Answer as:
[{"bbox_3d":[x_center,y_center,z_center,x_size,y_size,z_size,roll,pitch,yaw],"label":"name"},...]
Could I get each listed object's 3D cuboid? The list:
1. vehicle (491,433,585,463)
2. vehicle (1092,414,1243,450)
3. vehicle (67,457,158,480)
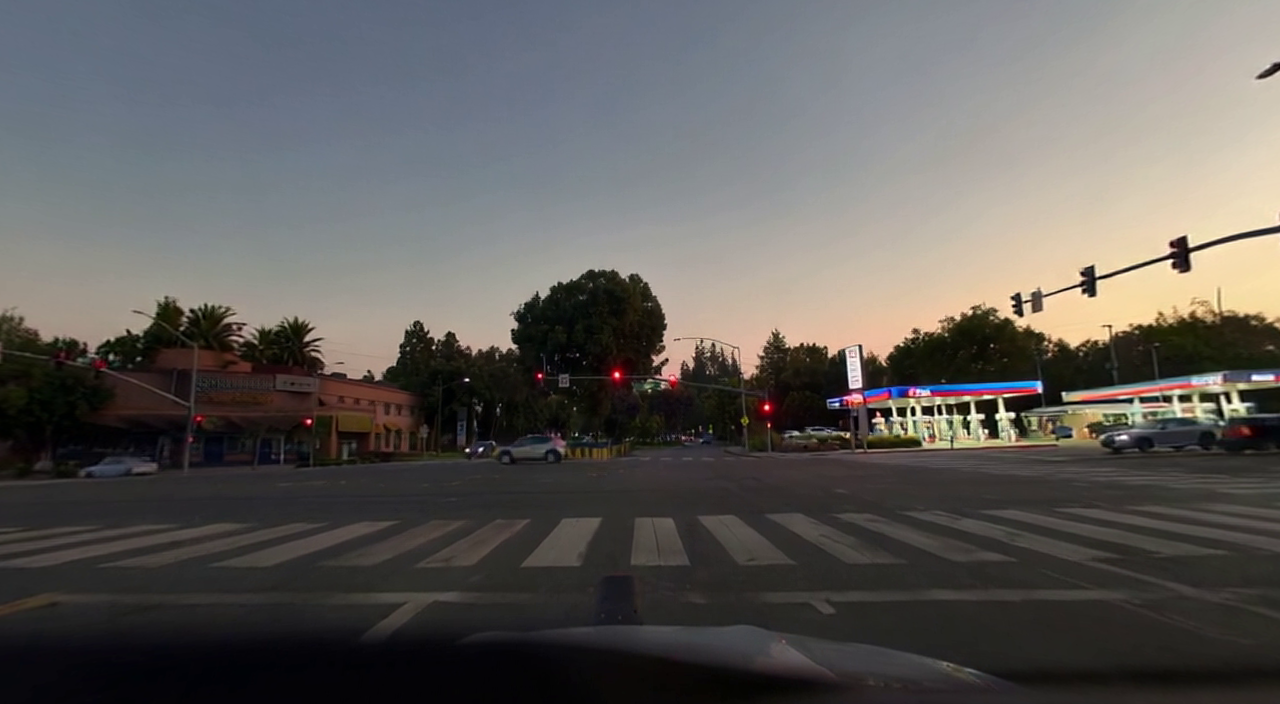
[{"bbox_3d":[-6.739,6.398,41.858,5.789,1.893,2.169,-1,-8,4],"label":"vehicle"},{"bbox_3d":[22.776,3.507,27.310,4.696,1.483,1.898,-1,-8,3],"label":"vehicle"},{"bbox_3d":[-36.240,7.990,43.287,4.737,1.479,1.831,-1,-8,3],"label":"vehicle"}]
